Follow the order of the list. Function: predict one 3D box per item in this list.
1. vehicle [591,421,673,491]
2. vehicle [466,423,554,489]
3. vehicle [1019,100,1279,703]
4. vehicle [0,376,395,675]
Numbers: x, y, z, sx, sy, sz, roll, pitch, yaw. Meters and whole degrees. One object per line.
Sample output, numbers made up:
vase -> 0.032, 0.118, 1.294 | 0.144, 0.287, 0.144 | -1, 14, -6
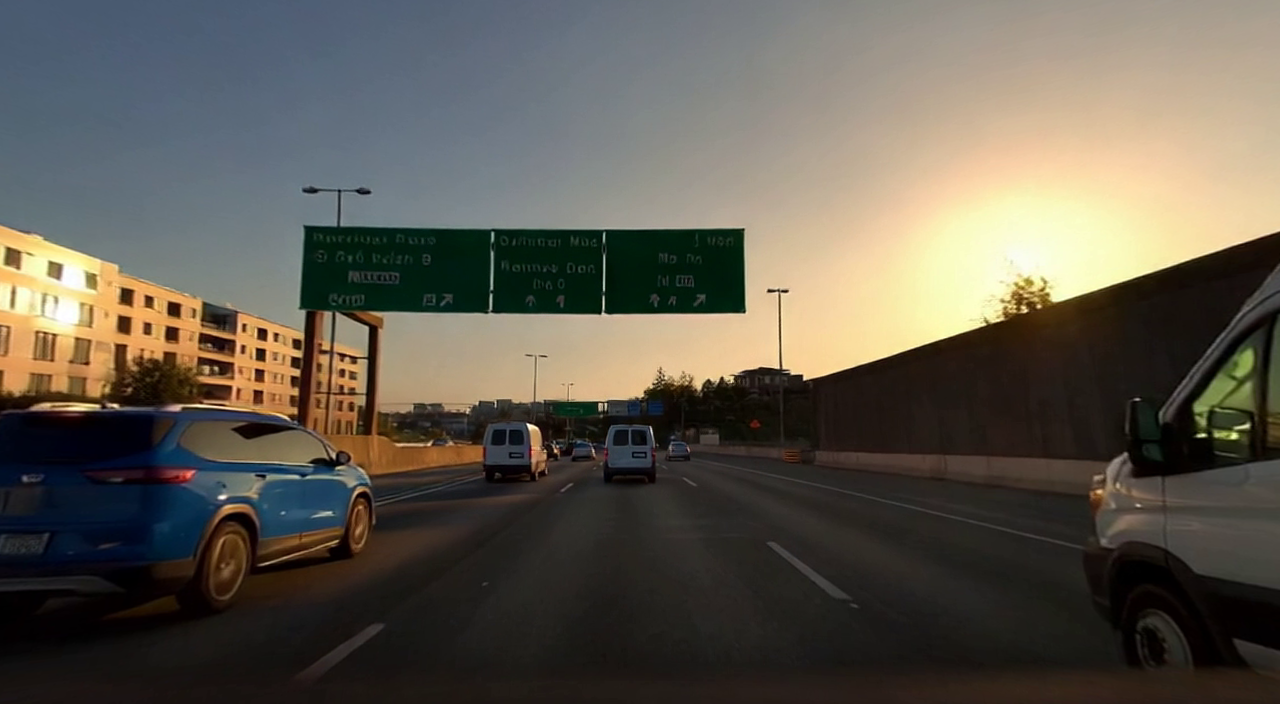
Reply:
vehicle -> -0.275, 3.211, 19.859 | 2.304, 1.925, 4.282 | 0, -8, -1
vehicle -> -4.169, 3.400, 20.953 | 2.038, 1.936, 4.300 | -1, -8, 0
vehicle -> 3.956, 0.083, 1.454 | 2.427, 2.652, 5.769 | 0, -8, -1
vehicle -> -4.110, 1.302, 5.837 | 1.972, 1.703, 4.333 | 0, -8, -1
